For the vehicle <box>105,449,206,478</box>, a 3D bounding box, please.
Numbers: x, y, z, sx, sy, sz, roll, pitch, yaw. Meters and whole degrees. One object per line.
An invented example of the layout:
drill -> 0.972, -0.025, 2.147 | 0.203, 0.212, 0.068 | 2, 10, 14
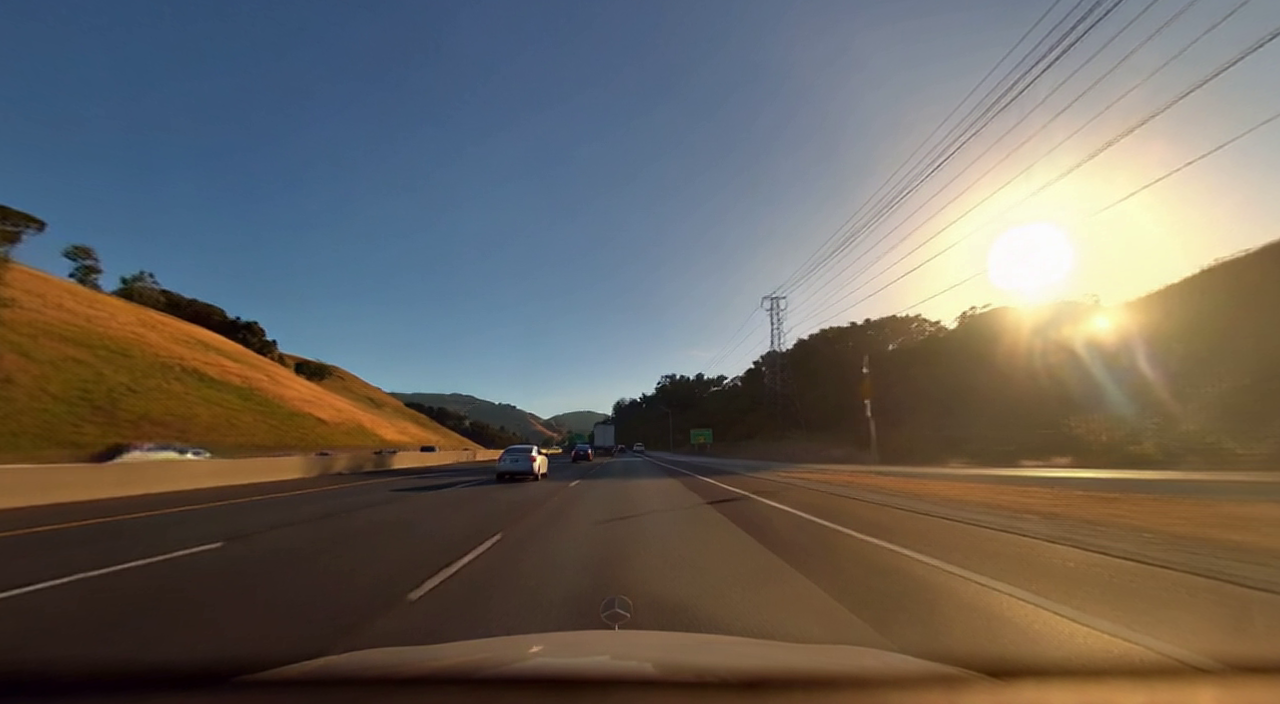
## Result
vehicle -> -26.102, 6.000, 34.276 | 1.841, 1.449, 4.570 | 0, -9, 0

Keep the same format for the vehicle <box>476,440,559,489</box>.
vehicle -> -4.143, 3.868, 22.093 | 1.963, 1.533, 4.477 | 0, -9, 0
